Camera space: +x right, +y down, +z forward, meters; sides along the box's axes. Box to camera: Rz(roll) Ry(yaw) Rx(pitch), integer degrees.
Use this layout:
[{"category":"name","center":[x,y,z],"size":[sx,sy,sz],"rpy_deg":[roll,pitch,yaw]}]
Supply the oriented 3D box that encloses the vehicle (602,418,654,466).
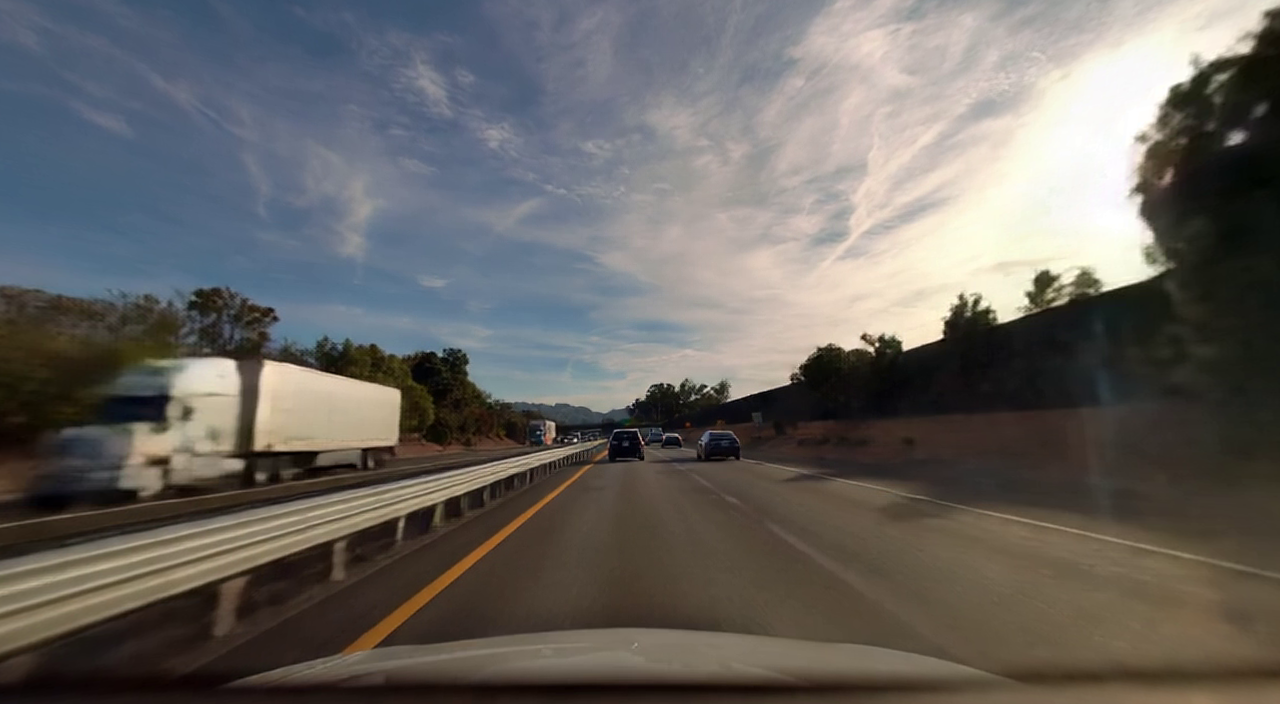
[{"category":"vehicle","center":[-0.574,4.216,29.679],"size":[2.270,2.044,4.633],"rpy_deg":[0,-8,-2]}]

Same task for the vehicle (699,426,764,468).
[{"category":"vehicle","center":[3.774,3.990,26.719],"size":[1.981,1.606,3.956],"rpy_deg":[0,-8,-2]}]

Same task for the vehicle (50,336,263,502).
[{"category":"vehicle","center":[-13.281,1.909,17.747],"size":[3.011,4.191,3.431],"rpy_deg":[0,-8,-1]}]
